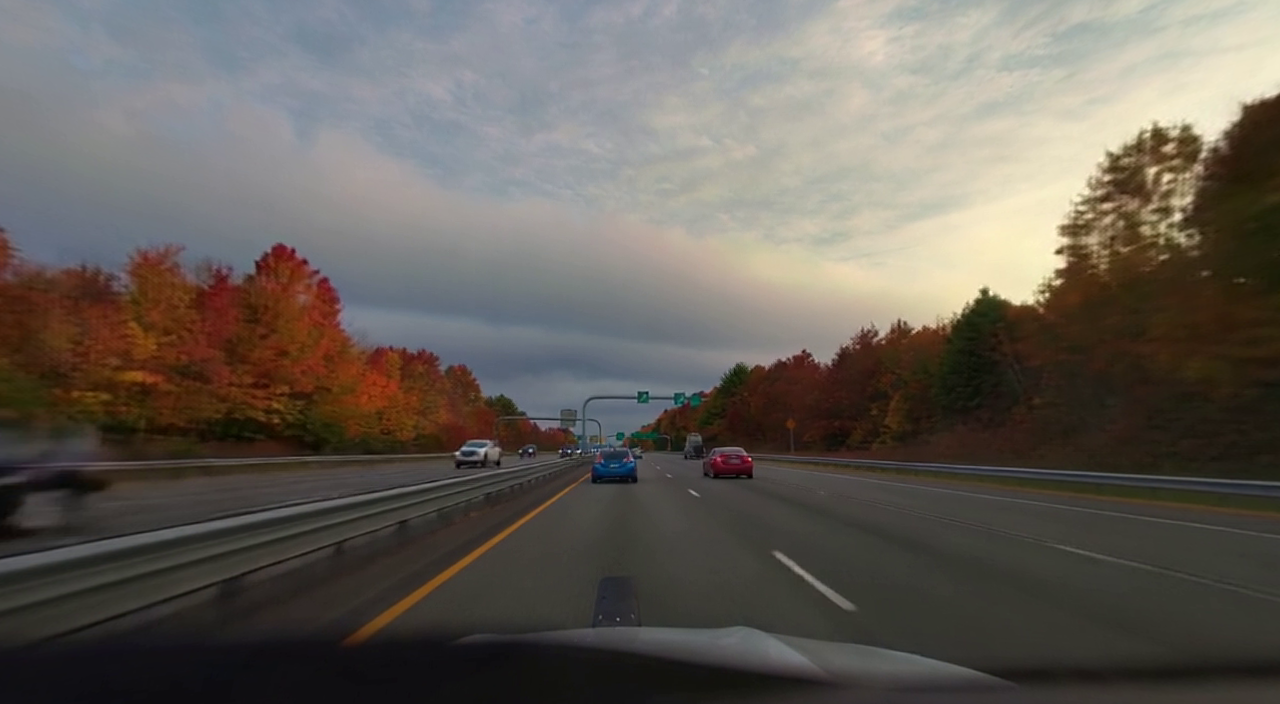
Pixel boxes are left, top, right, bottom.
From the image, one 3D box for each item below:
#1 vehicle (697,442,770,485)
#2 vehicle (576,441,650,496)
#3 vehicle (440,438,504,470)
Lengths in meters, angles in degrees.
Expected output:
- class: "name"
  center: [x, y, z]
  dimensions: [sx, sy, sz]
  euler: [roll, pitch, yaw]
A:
- class: "vehicle"
  center: [3.710, 4.527, 25.676]
  dimensions: [2.300, 1.595, 4.144]
  euler: [-1, -9, 0]
- class: "vehicle"
  center: [-0.797, 3.692, 20.220]
  dimensions: [2.128, 1.516, 4.410]
  euler: [0, -9, -1]
- class: "vehicle"
  center: [-9.554, 5.859, 36.088]
  dimensions: [2.512, 1.641, 4.748]
  euler: [0, -9, -1]
